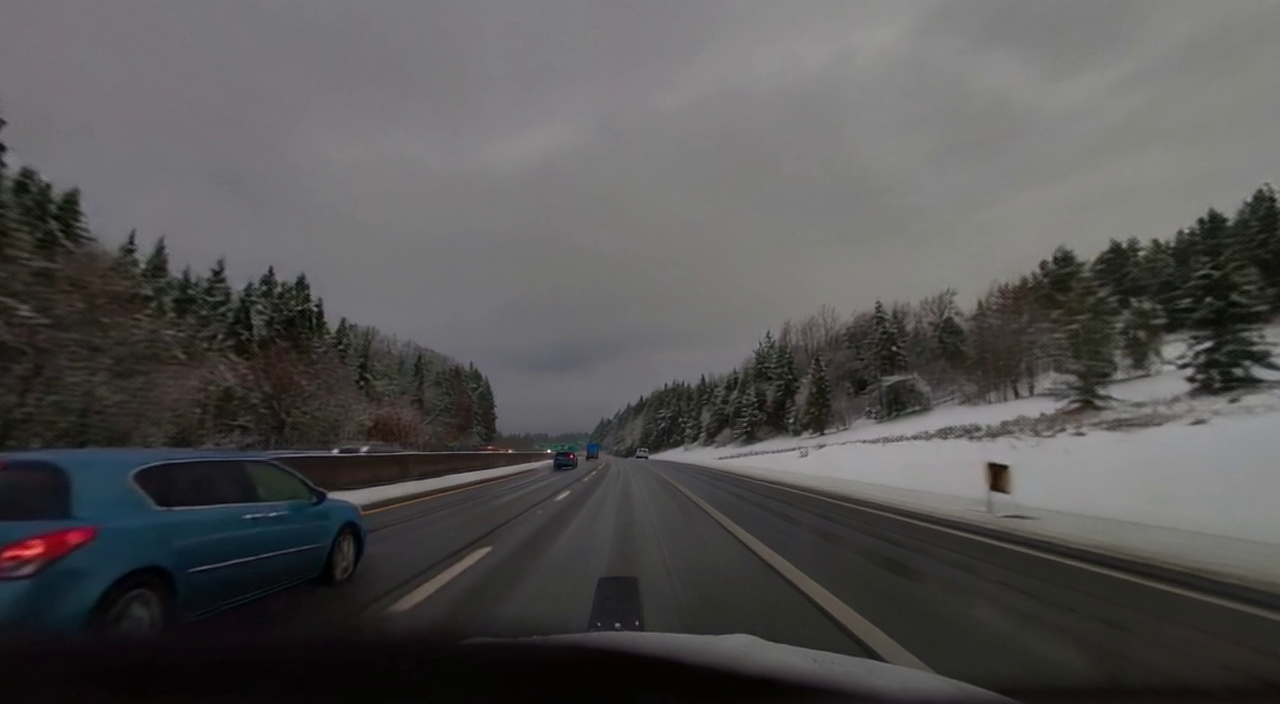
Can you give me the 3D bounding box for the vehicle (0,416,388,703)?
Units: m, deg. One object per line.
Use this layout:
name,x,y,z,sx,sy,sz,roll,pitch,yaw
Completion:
vehicle,-3.782,1.296,4.442,1.957,1.499,4.965,0,-9,0

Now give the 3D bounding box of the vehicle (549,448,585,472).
vehicle,-5.055,7.518,44.191,2.049,1.521,4.366,0,-9,-1
